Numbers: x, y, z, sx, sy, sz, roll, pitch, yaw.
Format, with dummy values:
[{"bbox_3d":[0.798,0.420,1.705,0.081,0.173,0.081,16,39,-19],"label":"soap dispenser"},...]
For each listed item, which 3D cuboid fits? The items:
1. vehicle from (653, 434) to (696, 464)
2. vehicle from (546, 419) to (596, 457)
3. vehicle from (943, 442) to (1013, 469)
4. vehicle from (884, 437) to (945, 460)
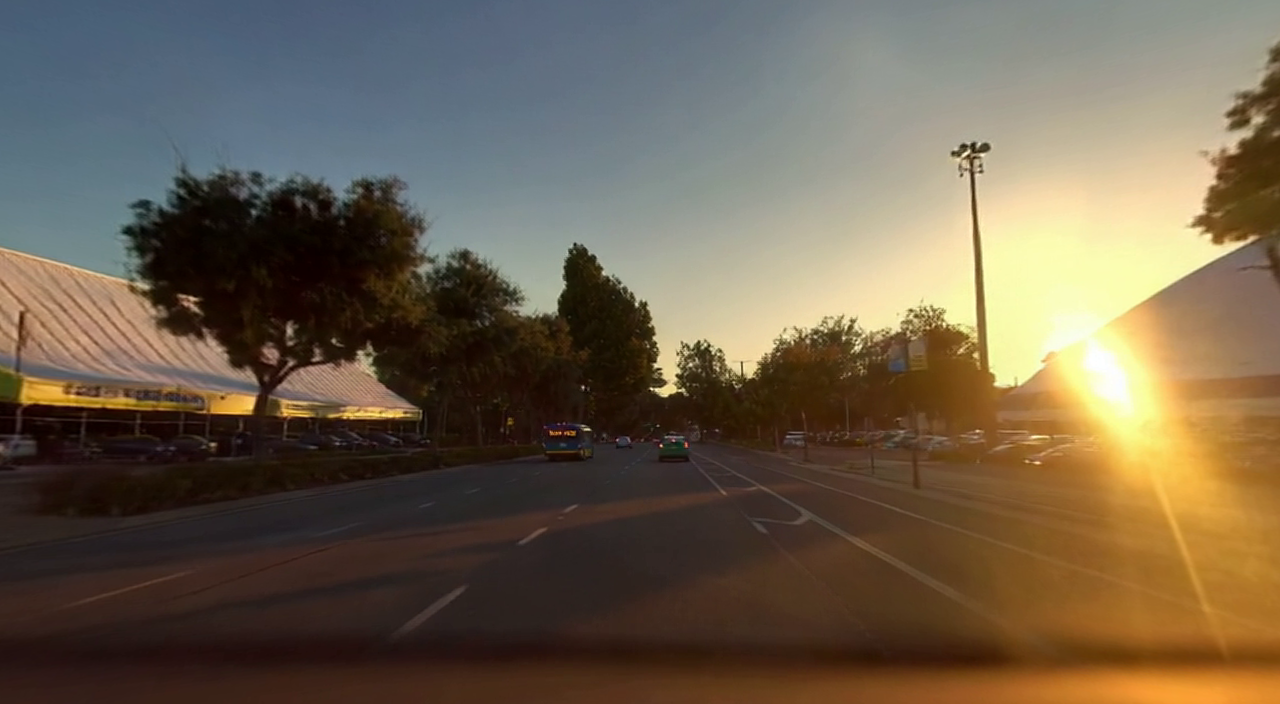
[{"bbox_3d":[1.776,5.133,33.332,2.123,1.498,4.226,0,-9,2],"label":"vehicle"},{"bbox_3d":[-4.918,6.342,45.950,2.485,2.556,6.363,-1,-9,4],"label":"vehicle"},{"bbox_3d":[20.139,6.175,37.827,1.849,1.466,4.831,-1,-9,4],"label":"vehicle"},{"bbox_3d":[20.878,7.392,48.273,2.229,1.661,5.991,0,-9,3],"label":"vehicle"}]
